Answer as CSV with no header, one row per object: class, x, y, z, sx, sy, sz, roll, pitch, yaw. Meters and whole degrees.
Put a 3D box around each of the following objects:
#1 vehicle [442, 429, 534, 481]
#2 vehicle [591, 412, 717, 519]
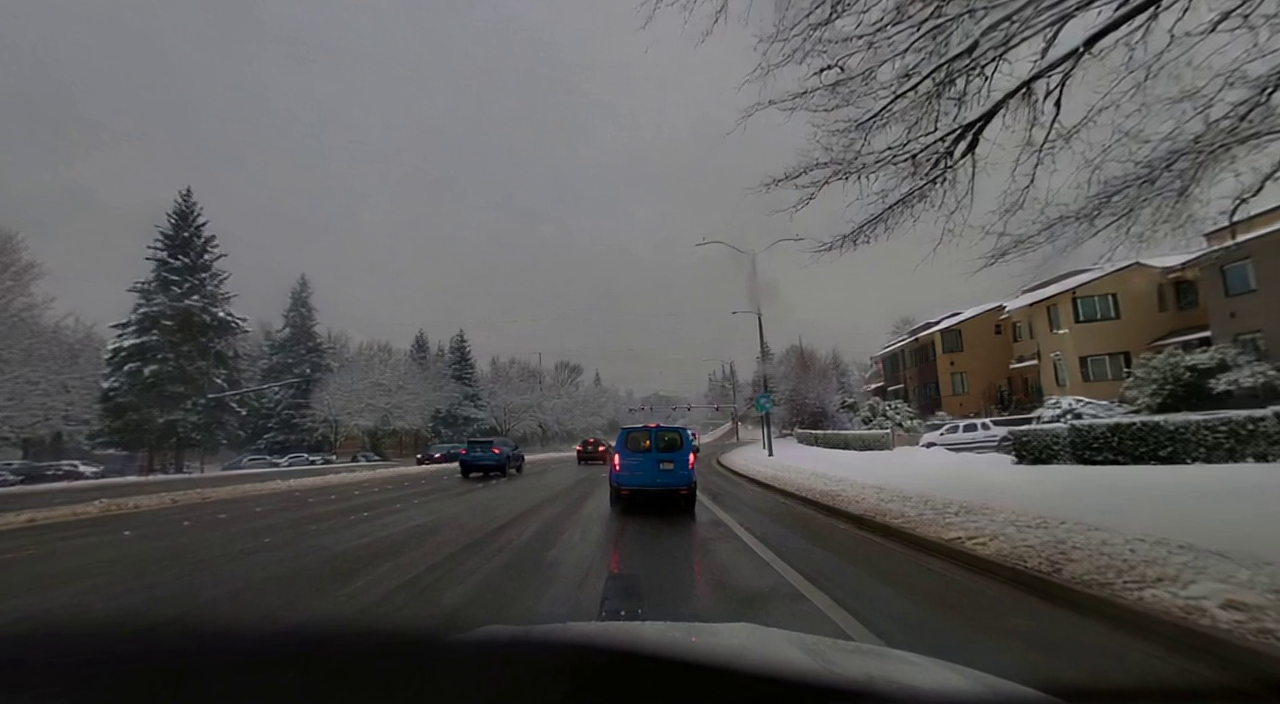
vehicle,-6.048,4.170,25.801,2.154,1.902,4.735,-1,-9,6
vehicle,0.322,2.276,13.079,2.173,1.830,4.189,0,-9,2
